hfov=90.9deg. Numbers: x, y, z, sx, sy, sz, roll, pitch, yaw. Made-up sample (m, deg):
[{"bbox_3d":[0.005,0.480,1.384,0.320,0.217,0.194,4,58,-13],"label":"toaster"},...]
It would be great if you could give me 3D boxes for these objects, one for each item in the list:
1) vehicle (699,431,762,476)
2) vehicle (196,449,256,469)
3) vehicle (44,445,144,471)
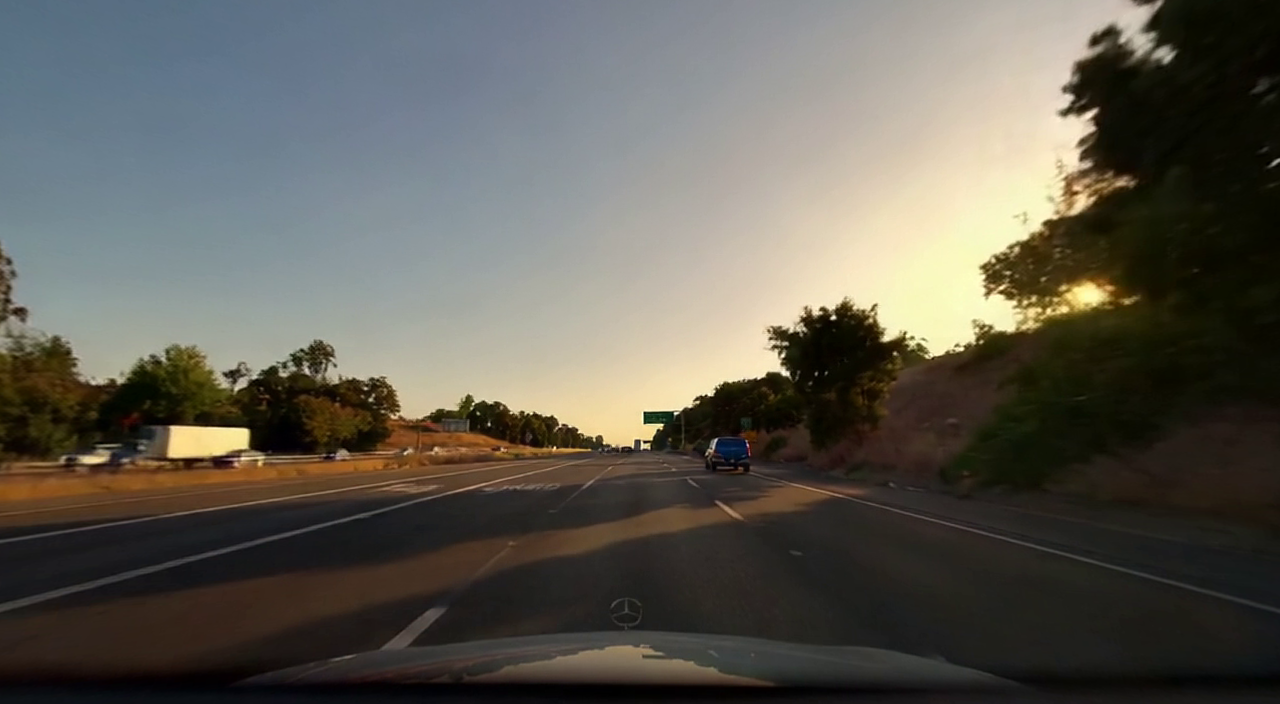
[{"bbox_3d":[4.221,4.806,30.151,2.172,1.930,4.879,0,-8,-1],"label":"vehicle"},{"bbox_3d":[-32.638,8.402,49.823,1.837,1.432,4.253,0,-8,0],"label":"vehicle"},{"bbox_3d":[-39.720,7.693,46.098,2.139,1.695,5.697,-1,-8,1],"label":"vehicle"}]
